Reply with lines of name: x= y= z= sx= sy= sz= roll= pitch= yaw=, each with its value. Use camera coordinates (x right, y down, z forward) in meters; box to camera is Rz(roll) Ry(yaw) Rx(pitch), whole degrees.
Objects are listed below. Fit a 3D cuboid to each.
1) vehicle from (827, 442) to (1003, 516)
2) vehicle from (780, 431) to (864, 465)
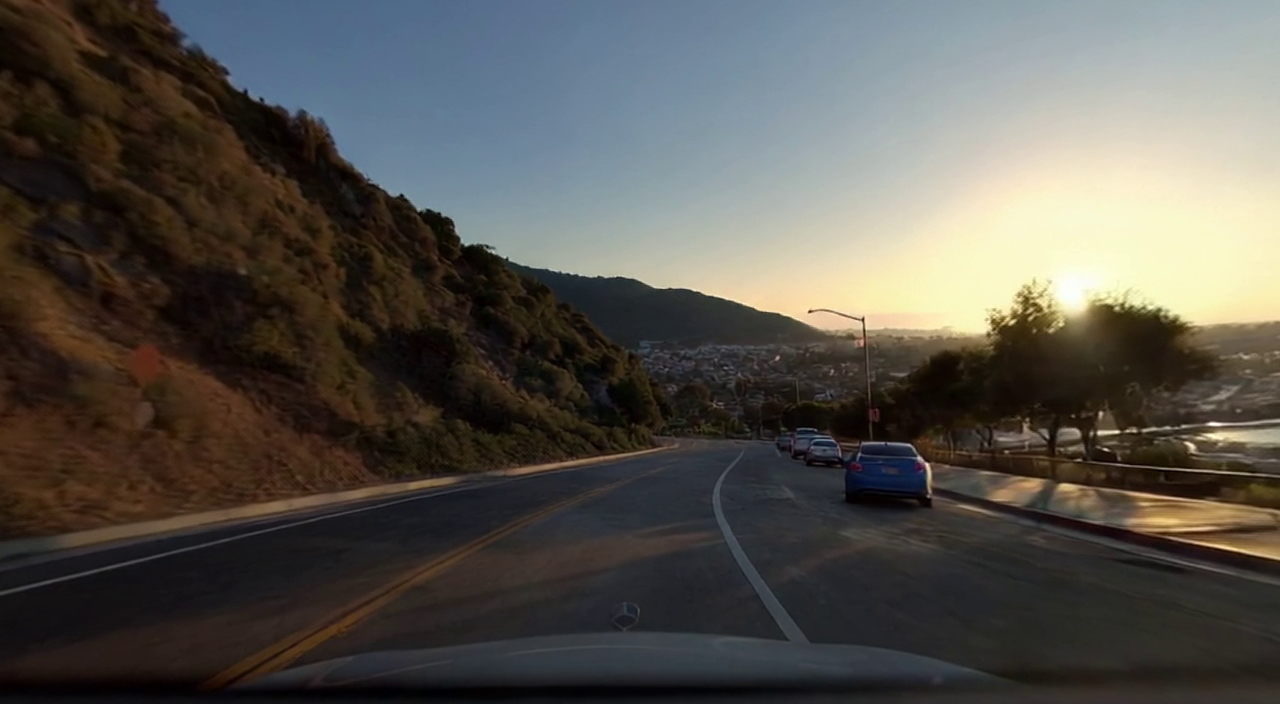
vehicle: x=7.332 y=3.238 z=16.640 sx=4.963 sy=1.585 sz=2.155 roll=7 pitch=-10 yaw=-38
vehicle: x=11.229 y=5.884 z=38.803 sx=5.214 sy=1.905 sz=2.077 roll=5 pitch=-10 yaw=-34
